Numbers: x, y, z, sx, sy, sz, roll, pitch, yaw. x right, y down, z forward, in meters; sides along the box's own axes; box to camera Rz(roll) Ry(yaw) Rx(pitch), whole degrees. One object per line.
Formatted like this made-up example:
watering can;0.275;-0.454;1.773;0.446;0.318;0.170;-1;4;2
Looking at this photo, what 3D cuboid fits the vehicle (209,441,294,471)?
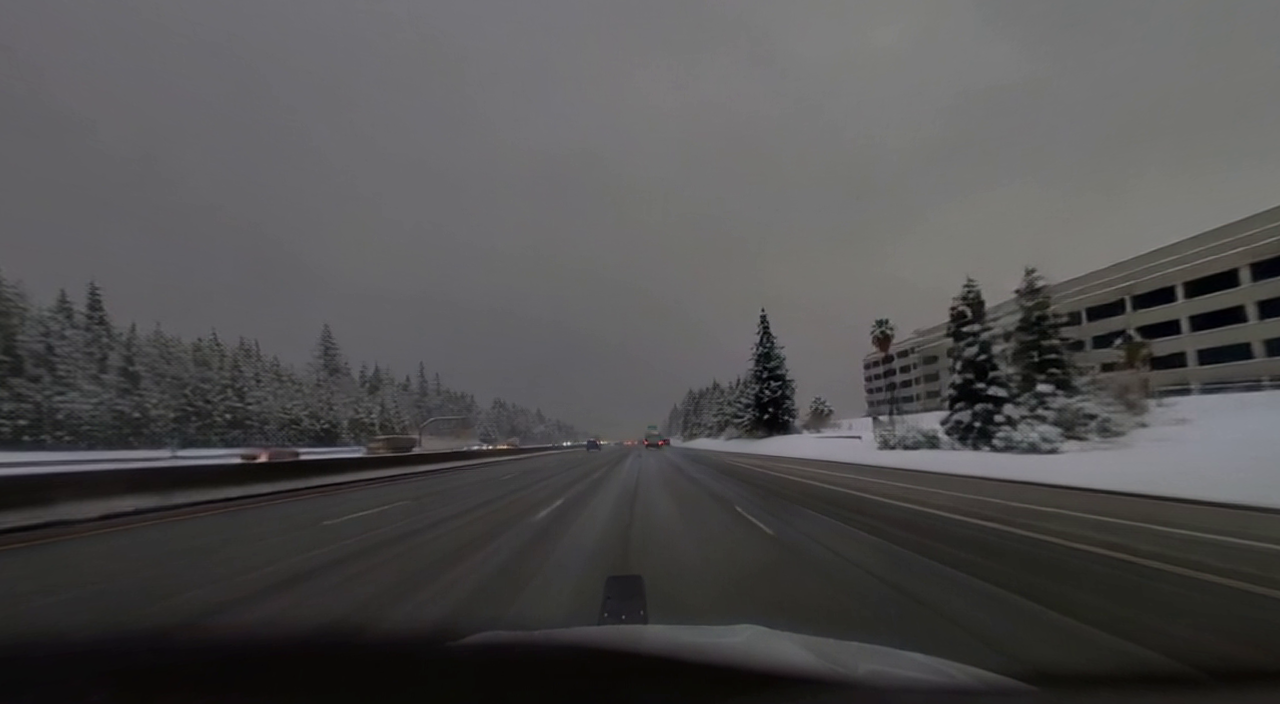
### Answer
vehicle;-27.646;7.391;44.943;2.222;1.975;6.003;0;-9;0
